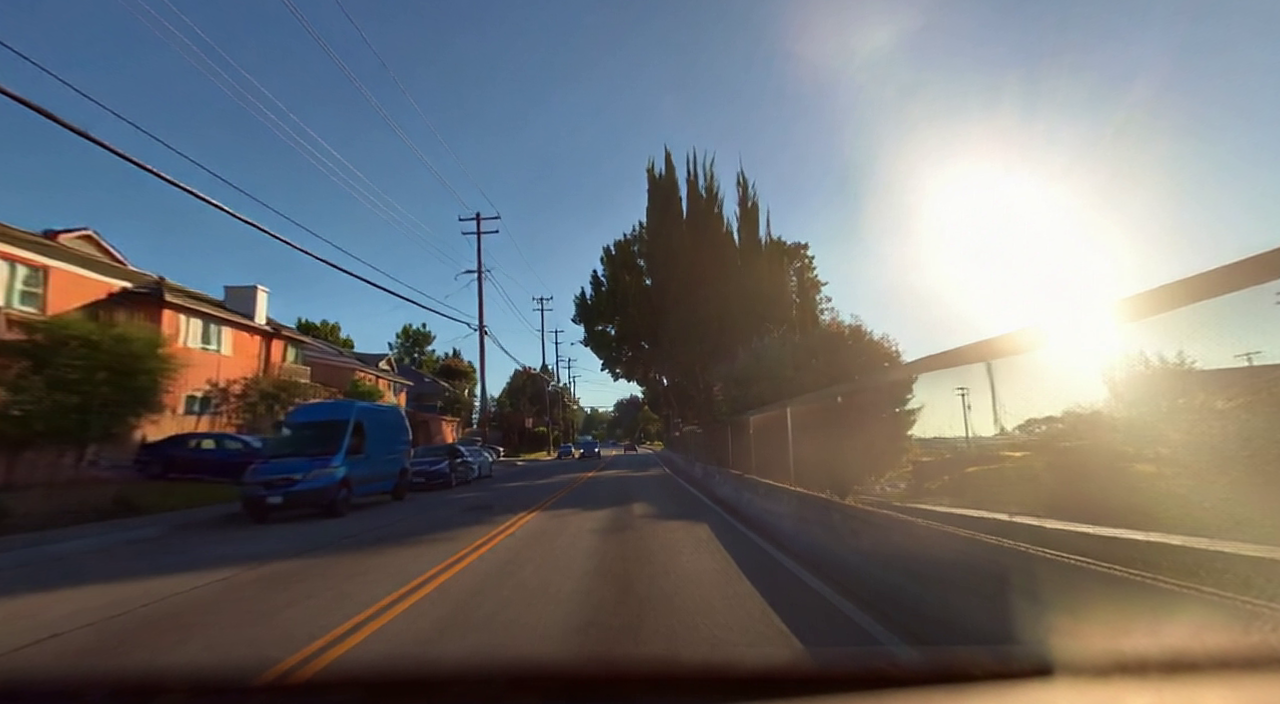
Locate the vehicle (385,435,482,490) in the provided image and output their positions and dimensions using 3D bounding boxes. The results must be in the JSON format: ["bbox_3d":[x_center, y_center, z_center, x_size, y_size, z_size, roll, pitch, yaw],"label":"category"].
[{"bbox_3d":[-7.290,3.977,22.854,1.920,1.681,4.490,3,-9,0],"label":"vehicle"}]

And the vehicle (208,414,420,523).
[{"bbox_3d":[-7.447,2.710,15.351,2.335,2.136,5.328,0,-8,-1],"label":"vehicle"}]
